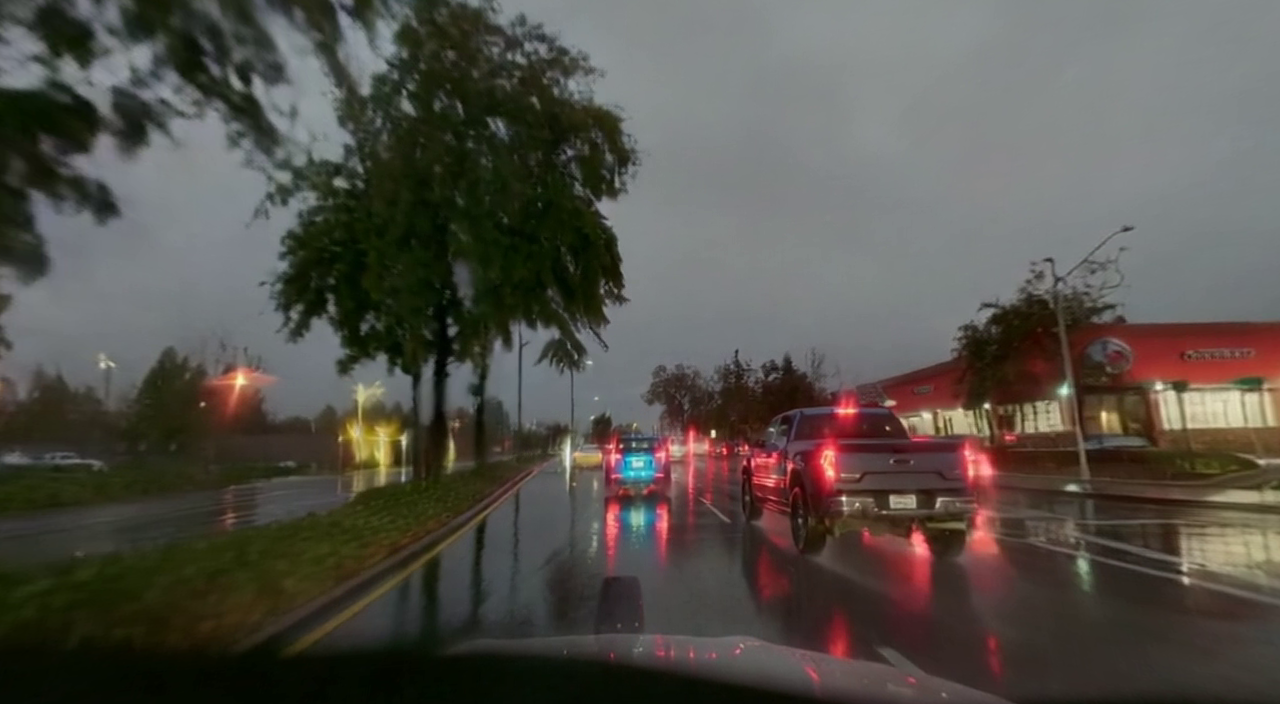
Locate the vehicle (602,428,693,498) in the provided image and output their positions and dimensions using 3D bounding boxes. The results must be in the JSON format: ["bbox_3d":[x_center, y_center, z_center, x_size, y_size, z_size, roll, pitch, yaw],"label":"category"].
[{"bbox_3d":[0.153,2.931,16.947,2.145,1.650,4.021,0,-8,-1],"label":"vehicle"}]

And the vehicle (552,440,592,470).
[{"bbox_3d":[-3.585,5.454,33.568,1.960,1.475,4.161,1,-9,-5],"label":"vehicle"}]

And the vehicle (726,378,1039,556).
[{"bbox_3d":[3.314,1.816,10.595,2.731,2.101,6.047,0,-8,-1],"label":"vehicle"}]

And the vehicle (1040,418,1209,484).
[{"bbox_3d":[15.110,3.080,19.680,4.299,1.878,1.989,3,-9,-19],"label":"vehicle"}]
